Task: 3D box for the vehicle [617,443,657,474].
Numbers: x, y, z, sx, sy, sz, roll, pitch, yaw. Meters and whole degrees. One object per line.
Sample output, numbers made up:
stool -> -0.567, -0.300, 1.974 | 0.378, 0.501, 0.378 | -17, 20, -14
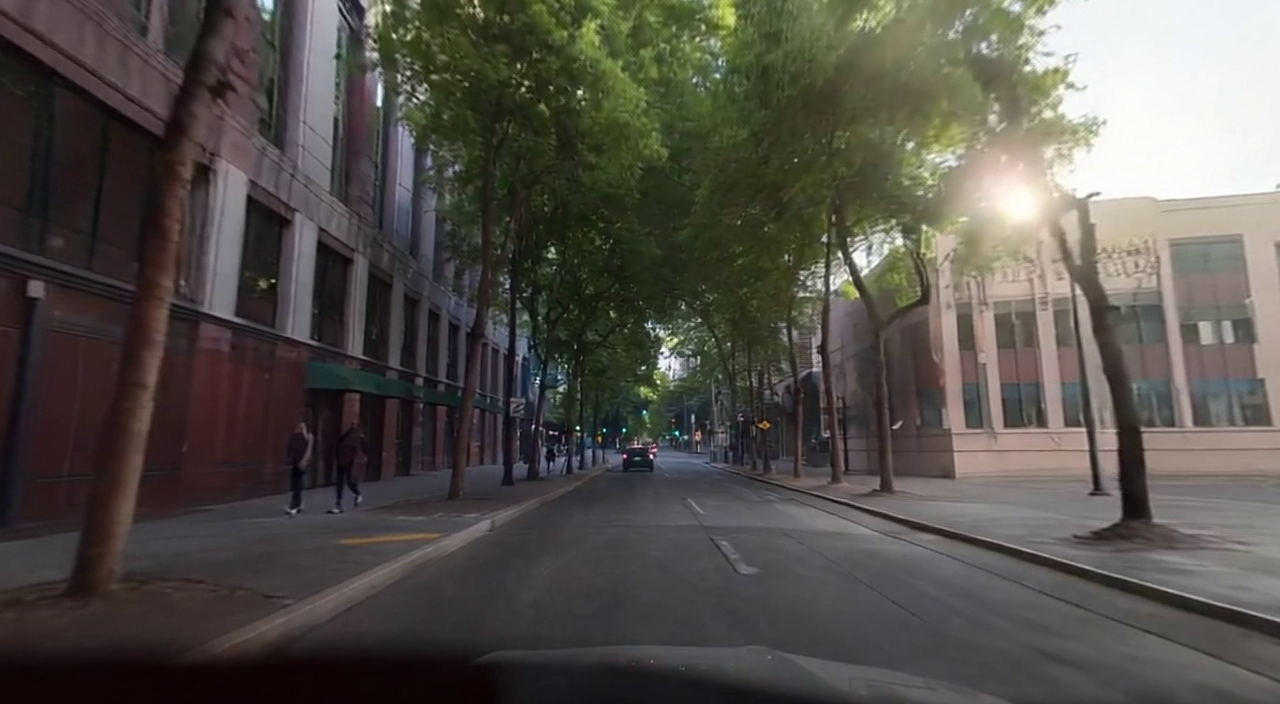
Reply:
vehicle -> -0.157, 5.884, 35.060 | 2.079, 1.621, 3.861 | 0, -9, 0
